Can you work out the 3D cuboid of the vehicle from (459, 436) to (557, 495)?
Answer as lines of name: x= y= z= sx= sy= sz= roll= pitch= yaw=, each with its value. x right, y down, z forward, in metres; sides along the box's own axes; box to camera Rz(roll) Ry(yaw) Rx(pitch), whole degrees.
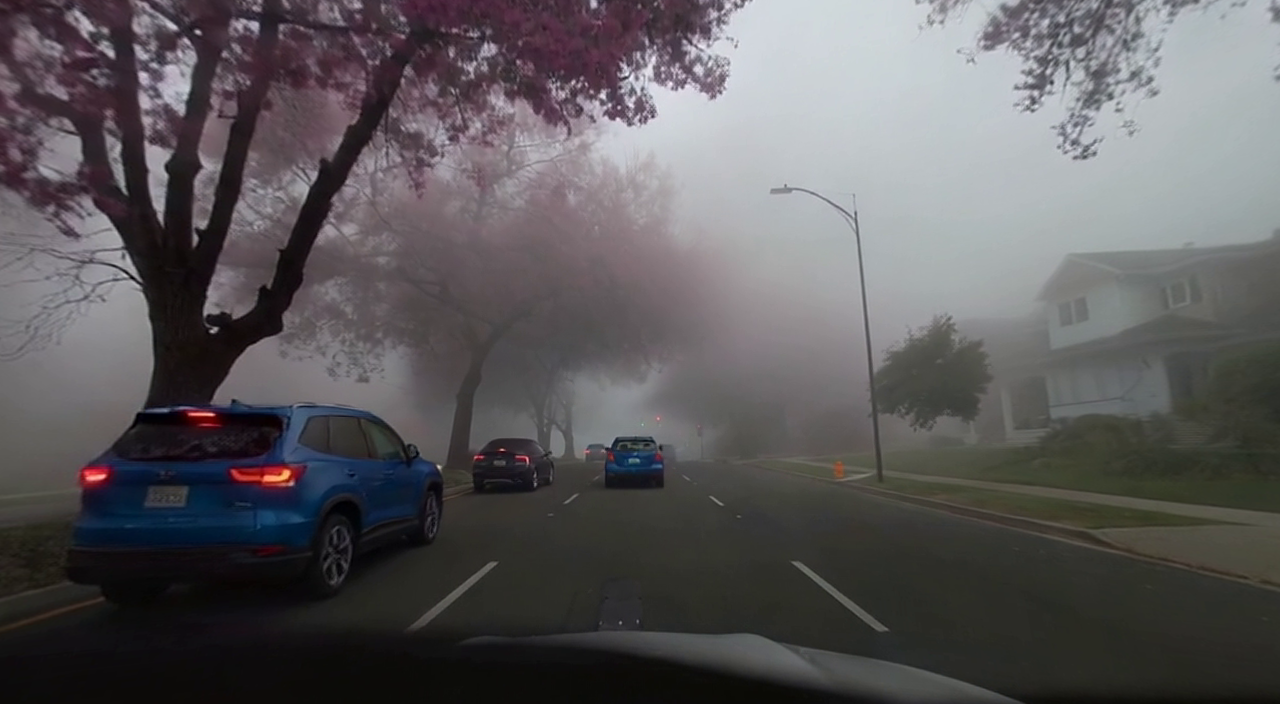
vehicle: x=-3.783 y=3.322 z=18.907 sx=2.066 sy=1.565 sz=3.905 roll=0 pitch=-8 yaw=0

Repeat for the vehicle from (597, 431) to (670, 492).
vehicle: x=-0.187 y=3.301 z=19.346 sx=1.997 sy=1.636 sz=3.760 roll=0 pitch=-8 yaw=0

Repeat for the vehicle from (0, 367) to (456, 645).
vehicle: x=-3.745 y=1.408 z=6.866 sx=2.161 sy=1.919 sz=4.798 roll=0 pitch=-8 yaw=-2

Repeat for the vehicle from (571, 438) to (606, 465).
vehicle: x=-3.555 y=6.979 z=44.478 sx=2.080 sy=1.780 sz=4.879 roll=0 pitch=-8 yaw=0
